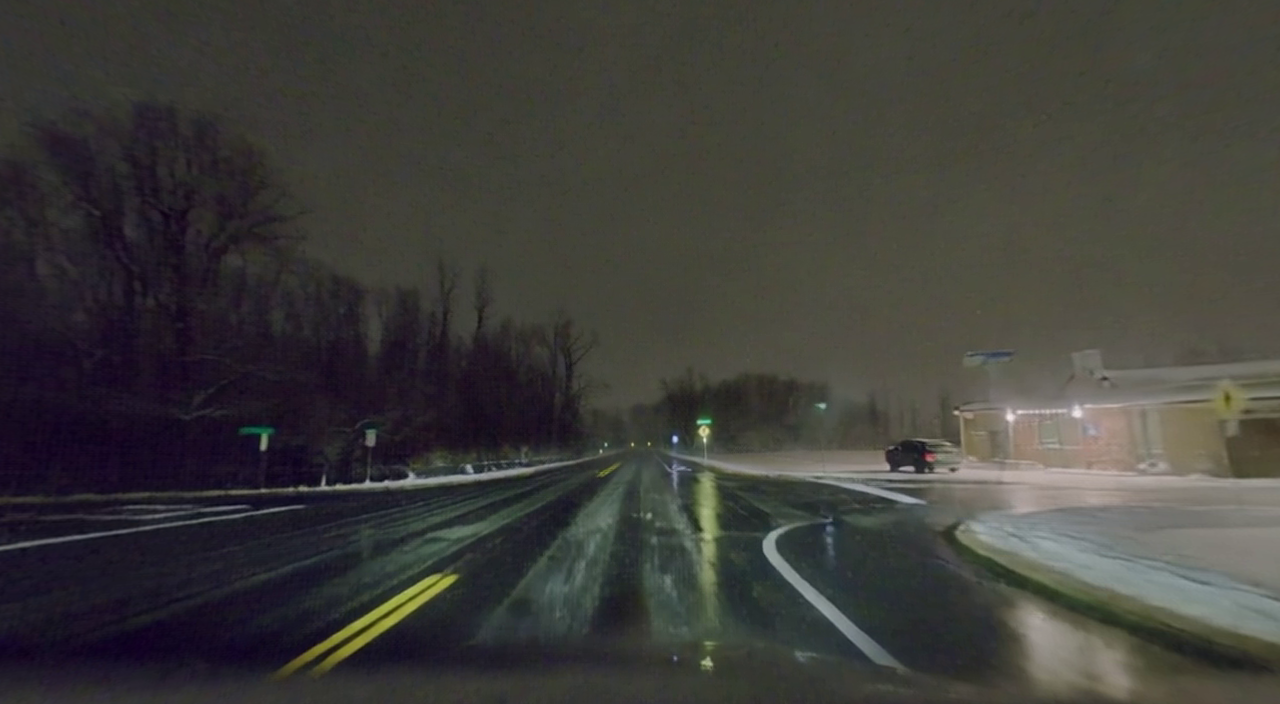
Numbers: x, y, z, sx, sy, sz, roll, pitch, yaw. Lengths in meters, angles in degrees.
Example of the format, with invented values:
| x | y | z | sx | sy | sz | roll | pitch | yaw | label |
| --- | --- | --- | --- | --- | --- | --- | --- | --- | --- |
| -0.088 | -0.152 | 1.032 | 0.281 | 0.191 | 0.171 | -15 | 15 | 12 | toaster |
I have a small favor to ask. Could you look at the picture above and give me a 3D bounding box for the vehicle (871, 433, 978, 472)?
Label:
| x | y | z | sx | sy | sz | roll | pitch | yaw | label |
| --- | --- | --- | --- | --- | --- | --- | --- | --- | --- |
| 14.440 | 5.117 | 32.350 | 2.037 | 1.829 | 4.919 | 3 | -9 | -21 | vehicle |
